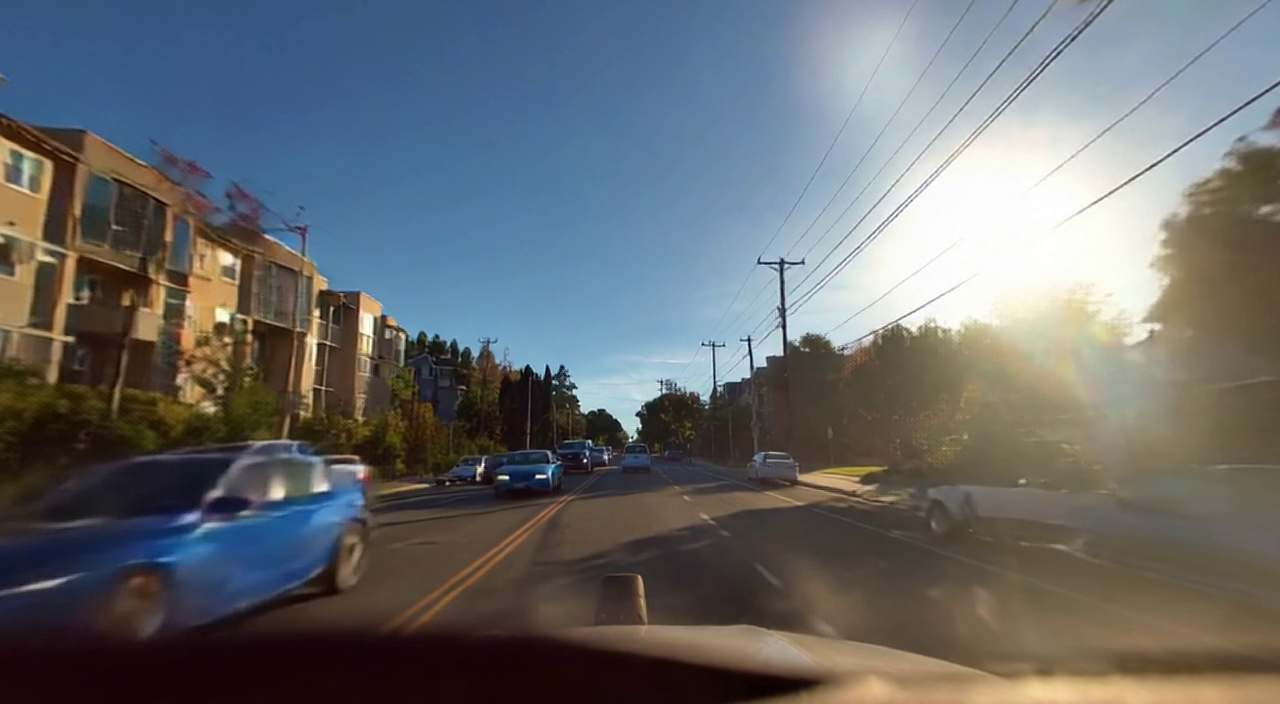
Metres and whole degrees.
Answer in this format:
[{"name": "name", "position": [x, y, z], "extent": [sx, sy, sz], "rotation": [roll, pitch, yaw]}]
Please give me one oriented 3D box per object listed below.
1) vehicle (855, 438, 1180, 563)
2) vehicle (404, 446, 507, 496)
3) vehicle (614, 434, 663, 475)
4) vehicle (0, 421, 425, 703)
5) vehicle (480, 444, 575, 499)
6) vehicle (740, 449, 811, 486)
[{"name": "vehicle", "position": [6.230, 2.497, 11.731], "extent": [2.350, 1.706, 5.901], "rotation": [0, -8, -1]}, {"name": "vehicle", "position": [-6.084, 3.950, 21.477], "extent": [2.023, 1.492, 4.666], "rotation": [0, -8, 1]}, {"name": "vehicle", "position": [-0.031, 5.240, 32.124], "extent": [2.308, 1.940, 4.125], "rotation": [-1, -10, 1]}, {"name": "vehicle", "position": [-3.724, 1.401, 5.137], "extent": [2.013, 1.497, 4.456], "rotation": [-1, -8, 6]}, {"name": "vehicle", "position": [-3.352, 3.639, 19.760], "extent": [2.057, 1.476, 4.593], "rotation": [0, -8, 1]}, {"name": "vehicle", "position": [5.962, 5.126, 28.403], "extent": [1.943, 1.490, 4.783], "rotation": [0, -8, -2]}]
